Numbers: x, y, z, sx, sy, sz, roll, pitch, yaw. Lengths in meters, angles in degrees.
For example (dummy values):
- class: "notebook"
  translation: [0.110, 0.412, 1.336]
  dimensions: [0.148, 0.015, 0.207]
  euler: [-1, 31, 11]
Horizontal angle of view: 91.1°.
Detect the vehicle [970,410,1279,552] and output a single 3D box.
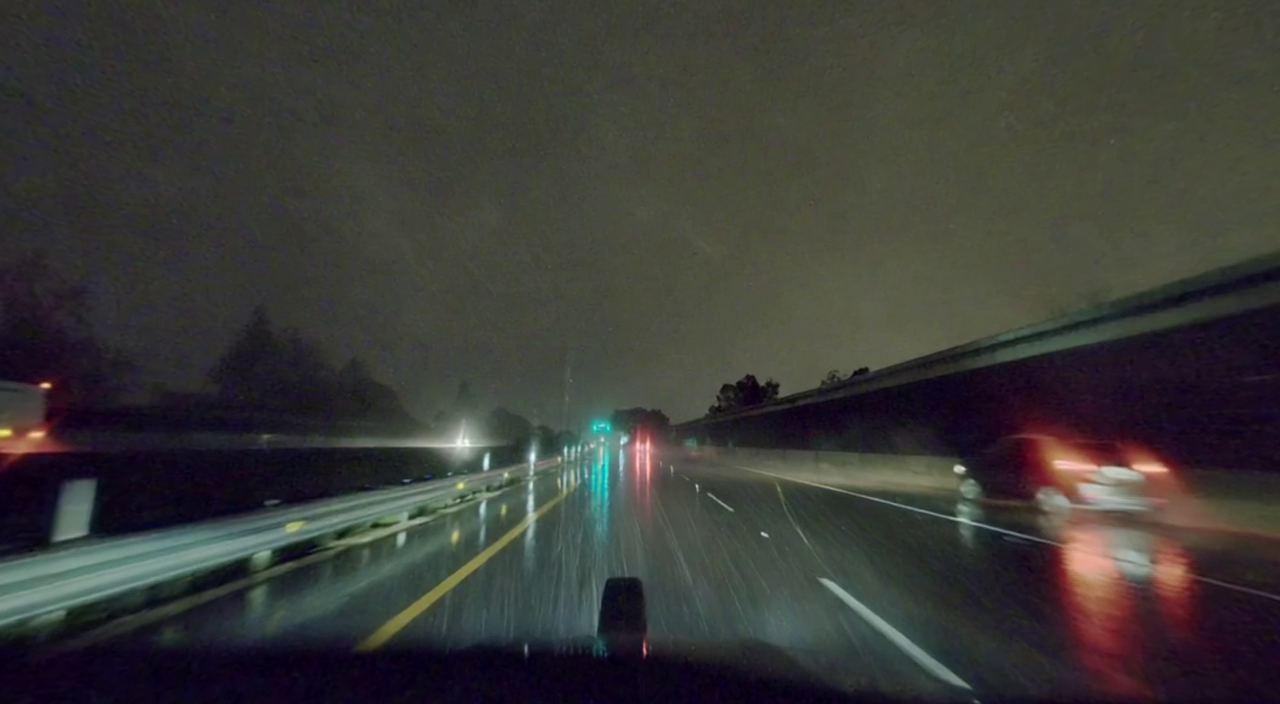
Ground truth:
- class: "vehicle"
  translation: [7.700, 1.880, 9.927]
  dimensions: [2.025, 1.649, 5.075]
  euler: [0, -8, -2]
